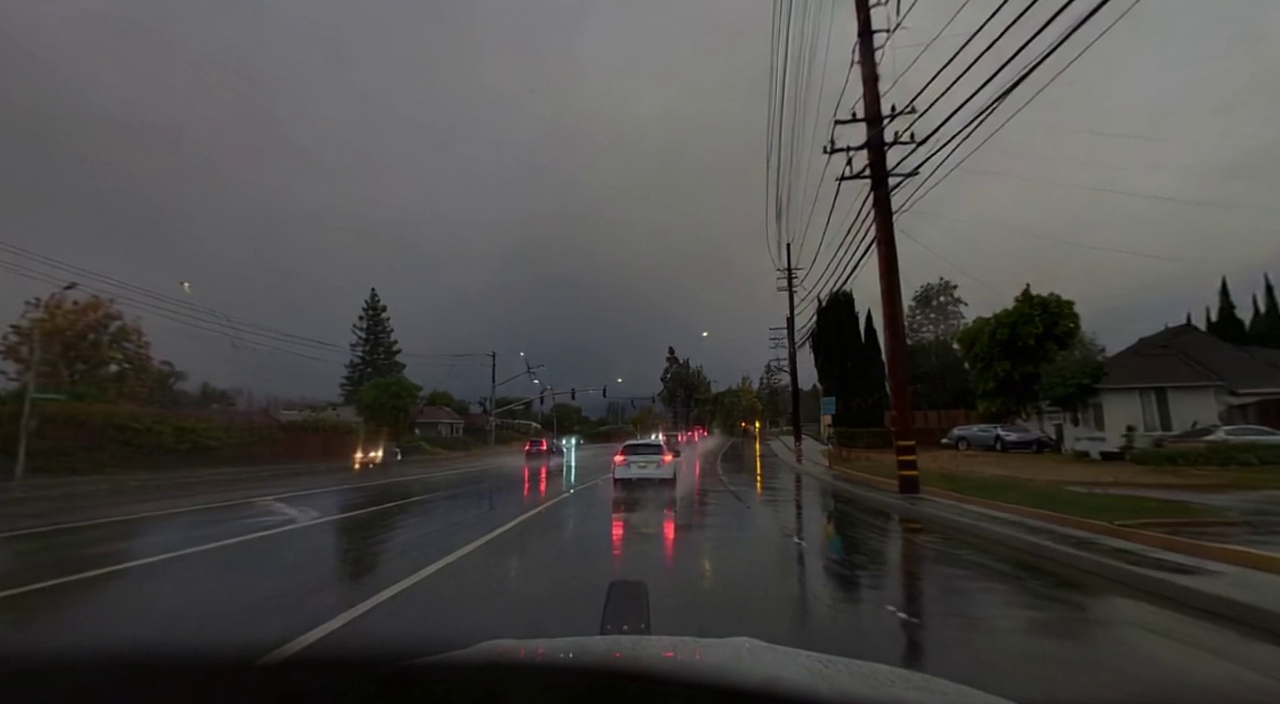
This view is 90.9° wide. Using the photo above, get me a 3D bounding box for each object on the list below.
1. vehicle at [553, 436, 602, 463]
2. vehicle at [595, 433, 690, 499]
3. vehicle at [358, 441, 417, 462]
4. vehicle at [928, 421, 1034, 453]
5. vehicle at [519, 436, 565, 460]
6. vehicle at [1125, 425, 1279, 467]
[{"bbox_3d":[-3.684,5.833,37.876,1.928,1.493,4.289,-2,-9,9],"label":"vehicle"},{"bbox_3d":[0.205,2.875,16.301,2.117,1.474,4.036,-1,-8,5],"label":"vehicle"},{"bbox_3d":[-19.601,7.748,49.137,1.970,1.546,4.996,-1,-9,8],"label":"vehicle"},{"bbox_3d":[18.965,4.783,35.270,4.739,1.708,1.976,-1,-9,7],"label":"vehicle"},{"bbox_3d":[-6.569,6.501,42.668,1.983,1.485,4.159,-1,-9,7],"label":"vehicle"},{"bbox_3d":[20.950,3.472,23.208,4.497,1.460,1.851,-1,-9,4],"label":"vehicle"}]
